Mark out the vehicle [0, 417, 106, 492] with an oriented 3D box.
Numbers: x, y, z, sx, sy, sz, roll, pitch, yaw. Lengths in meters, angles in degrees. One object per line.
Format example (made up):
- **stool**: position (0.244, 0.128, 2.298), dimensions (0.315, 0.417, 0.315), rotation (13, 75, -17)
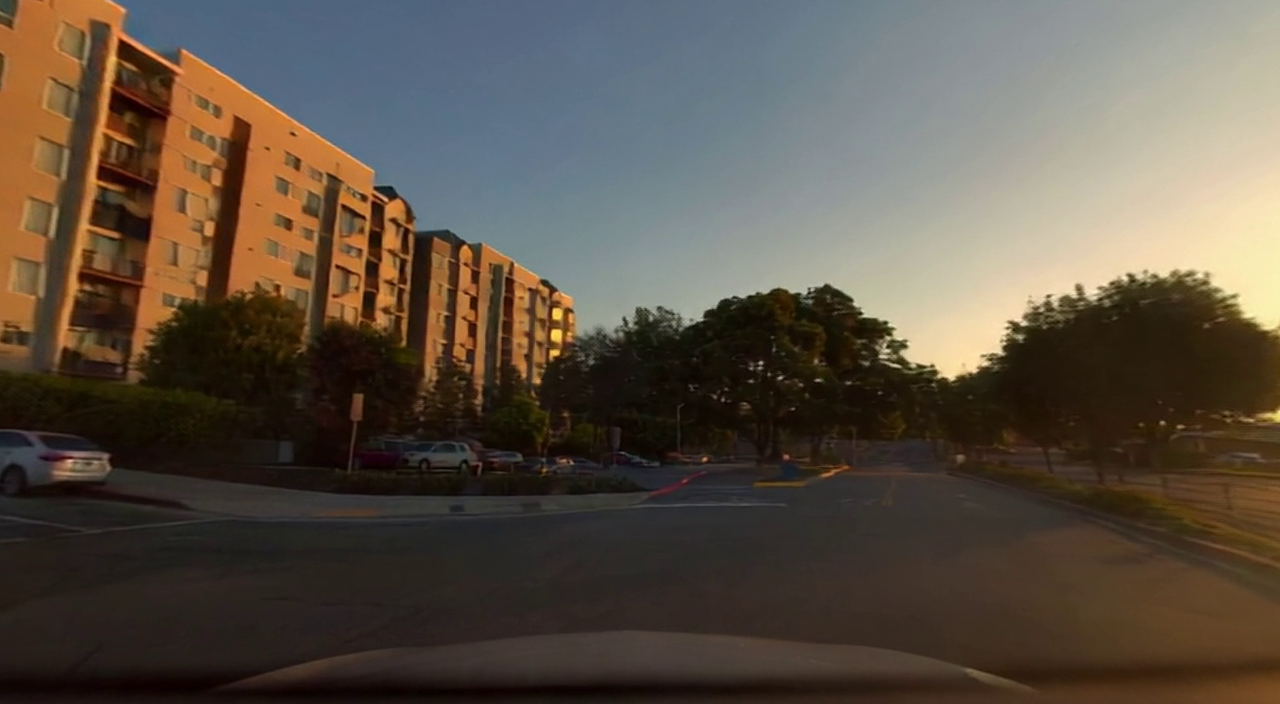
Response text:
- **vehicle**: position (-14.204, 2.220, 13.800), dimensions (4.322, 1.436, 1.827), rotation (-3, -9, 19)
